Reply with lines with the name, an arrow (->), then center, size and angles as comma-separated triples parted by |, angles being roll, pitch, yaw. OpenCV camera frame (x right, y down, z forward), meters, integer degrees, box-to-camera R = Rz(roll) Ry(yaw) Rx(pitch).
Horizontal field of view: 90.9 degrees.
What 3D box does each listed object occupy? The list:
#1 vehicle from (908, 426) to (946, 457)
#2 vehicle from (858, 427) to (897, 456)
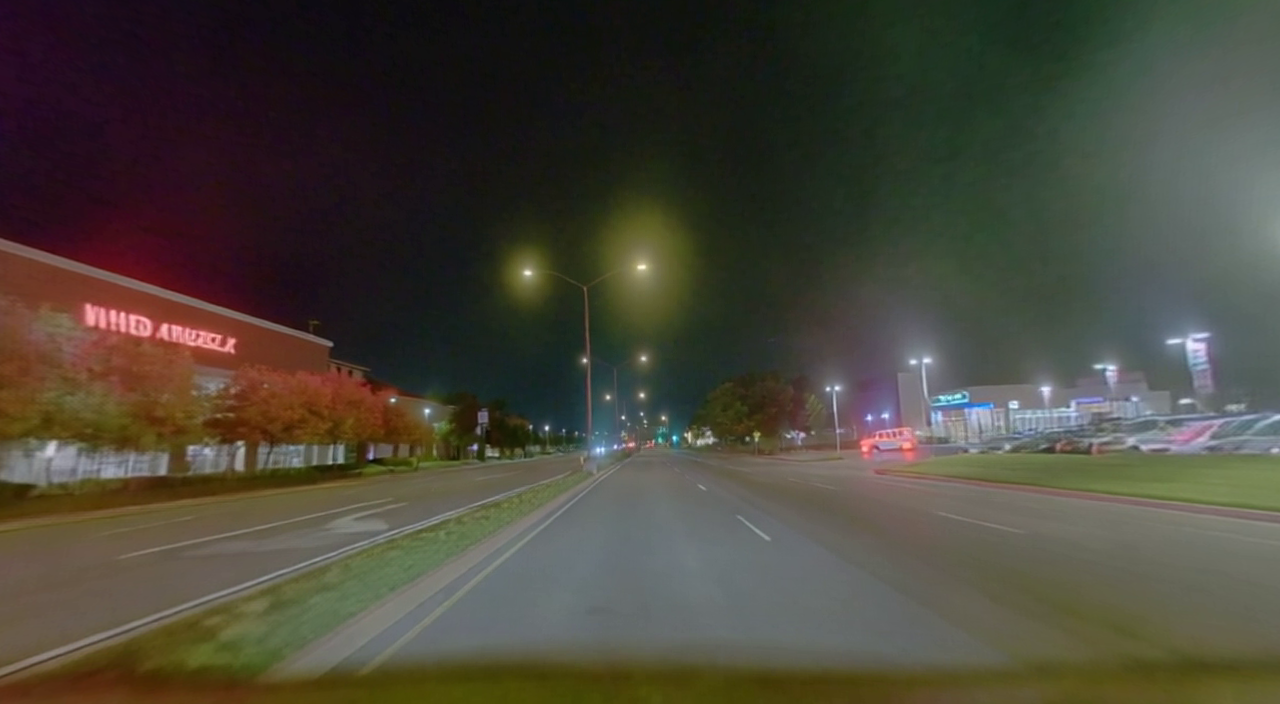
vehicle -> 21.943, 6.808, 48.313 | 2.240, 2.095, 5.149 | -6, -7, 22
vehicle -> 18.042, 6.775, 47.618 | 2.425, 2.043, 5.455 | -4, -9, 23
